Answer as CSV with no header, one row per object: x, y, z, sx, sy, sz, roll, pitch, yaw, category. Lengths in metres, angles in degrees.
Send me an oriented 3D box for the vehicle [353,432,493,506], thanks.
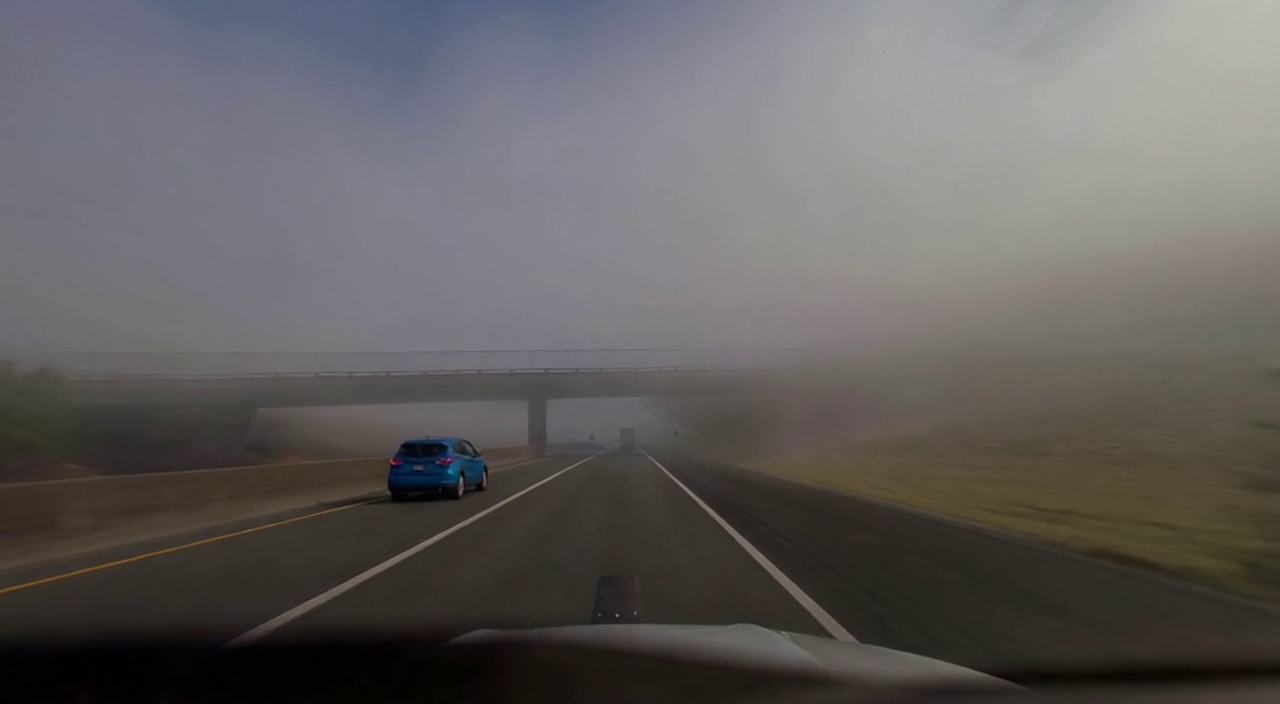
-4.917,2.658,14.892,1.965,1.513,3.774,0,-8,0,vehicle
